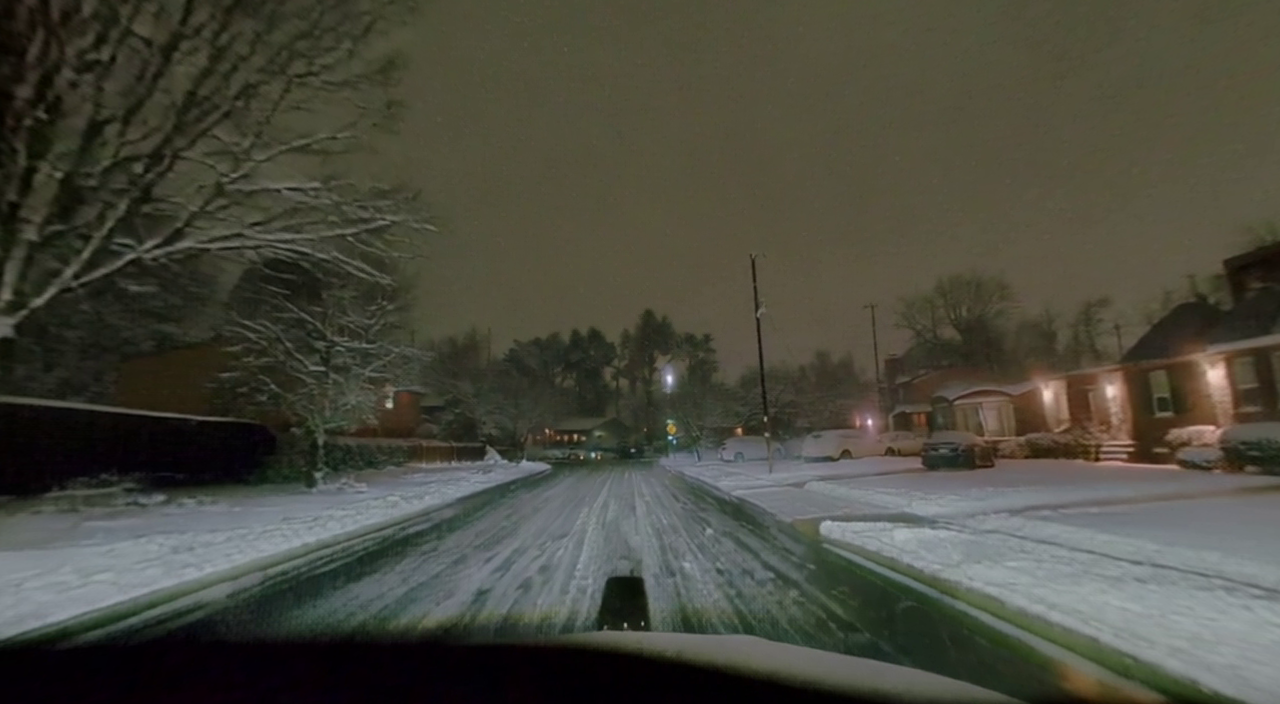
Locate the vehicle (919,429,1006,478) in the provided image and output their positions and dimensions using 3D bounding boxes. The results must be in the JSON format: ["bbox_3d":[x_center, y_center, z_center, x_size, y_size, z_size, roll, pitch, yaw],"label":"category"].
[{"bbox_3d":[11.476,3.563,22.245,2.004,1.511,4.494,-7,-11,34],"label":"vehicle"}]

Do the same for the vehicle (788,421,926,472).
[{"bbox_3d":[9.605,4.240,28.233,5.239,1.933,2.131,-3,-9,-2],"label":"vehicle"}]

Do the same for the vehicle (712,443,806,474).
[{"bbox_3d":[5.770,5.235,31.018,4.229,1.402,1.811,0,-9,0],"label":"vehicle"}]
